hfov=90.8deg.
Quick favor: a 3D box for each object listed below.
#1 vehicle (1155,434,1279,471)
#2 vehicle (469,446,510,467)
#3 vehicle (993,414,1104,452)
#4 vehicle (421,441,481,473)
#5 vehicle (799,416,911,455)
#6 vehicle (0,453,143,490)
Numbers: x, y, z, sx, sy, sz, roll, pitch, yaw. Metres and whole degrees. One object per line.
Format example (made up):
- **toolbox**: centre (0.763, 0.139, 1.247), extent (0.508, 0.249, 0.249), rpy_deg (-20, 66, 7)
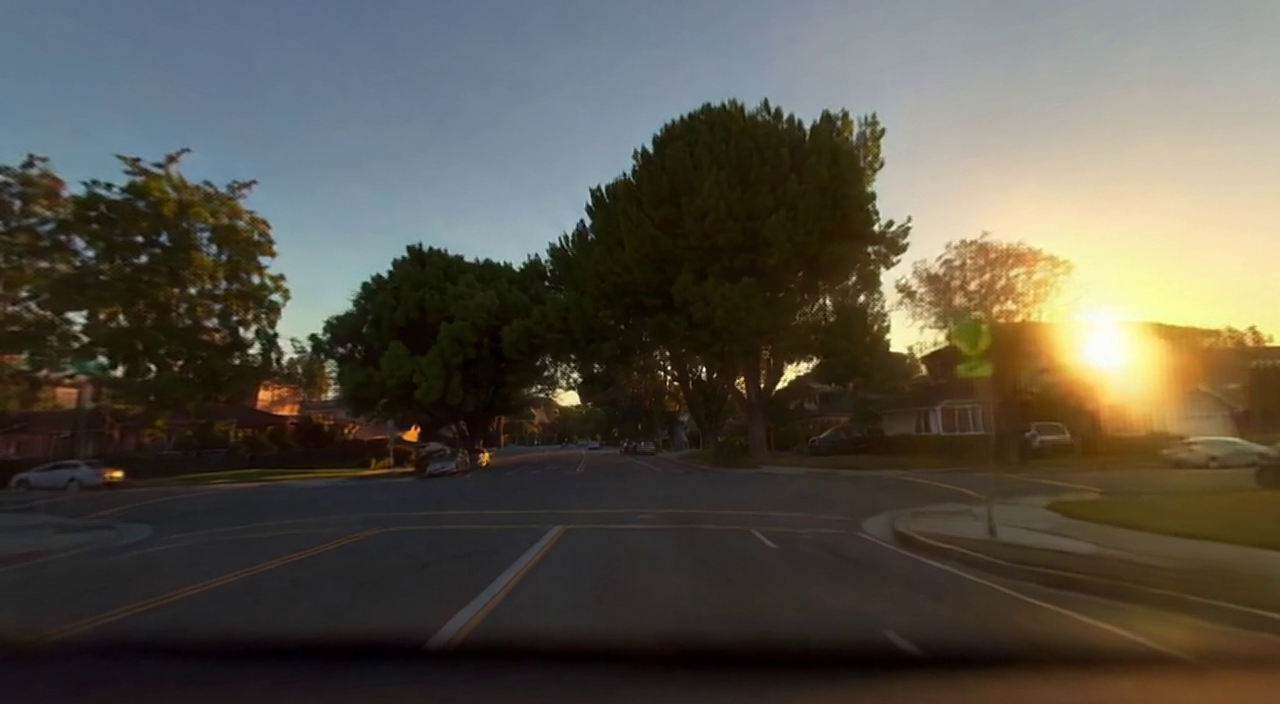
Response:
- **vehicle**: centre (24.069, 4.167, 26.140), extent (4.281, 1.413, 1.823), rpy_deg (2, -9, -10)
- **vehicle**: centre (-10.779, 7.494, 45.456), extent (1.948, 1.410, 4.361), rpy_deg (1, -9, -1)
- **vehicle**: centre (23.071, 4.623, 35.829), extent (4.831, 2.013, 2.082), rpy_deg (1, -9, -1)
- **vehicle**: centre (-10.974, 6.143, 37.070), extent (2.037, 1.755, 4.434), rpy_deg (0, -9, 1)
- **vehicle**: centre (13.536, 5.386, 40.125), extent (6.244, 2.050, 2.209), rpy_deg (-9, -14, 38)
- **vehicle**: centre (-24.518, 5.130, 27.287), extent (4.197, 1.431, 2.165), rpy_deg (0, -9, 0)
